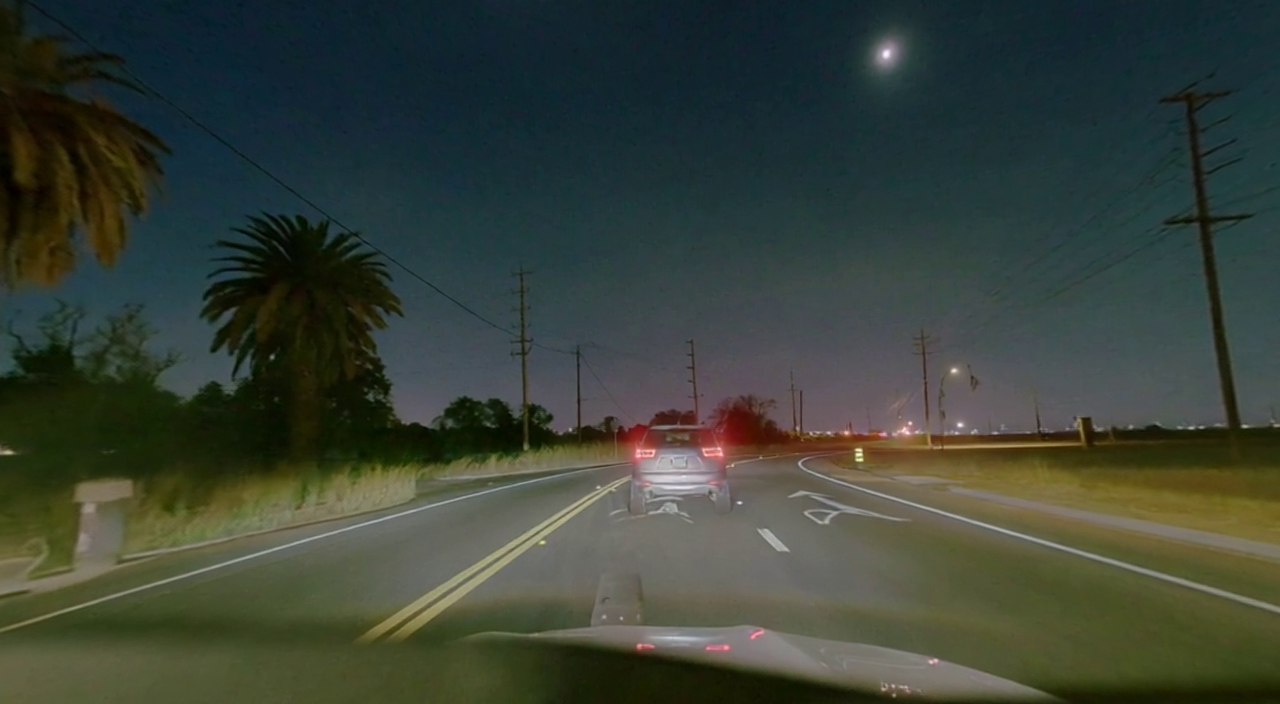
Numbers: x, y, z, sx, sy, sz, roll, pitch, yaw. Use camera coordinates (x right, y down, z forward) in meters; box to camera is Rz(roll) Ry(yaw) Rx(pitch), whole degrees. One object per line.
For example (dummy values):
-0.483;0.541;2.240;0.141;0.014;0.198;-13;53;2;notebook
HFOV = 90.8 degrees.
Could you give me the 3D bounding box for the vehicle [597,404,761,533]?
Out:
0.605;2.027;11.499;2.364;1.859;4.538;0;-9;1;vehicle
